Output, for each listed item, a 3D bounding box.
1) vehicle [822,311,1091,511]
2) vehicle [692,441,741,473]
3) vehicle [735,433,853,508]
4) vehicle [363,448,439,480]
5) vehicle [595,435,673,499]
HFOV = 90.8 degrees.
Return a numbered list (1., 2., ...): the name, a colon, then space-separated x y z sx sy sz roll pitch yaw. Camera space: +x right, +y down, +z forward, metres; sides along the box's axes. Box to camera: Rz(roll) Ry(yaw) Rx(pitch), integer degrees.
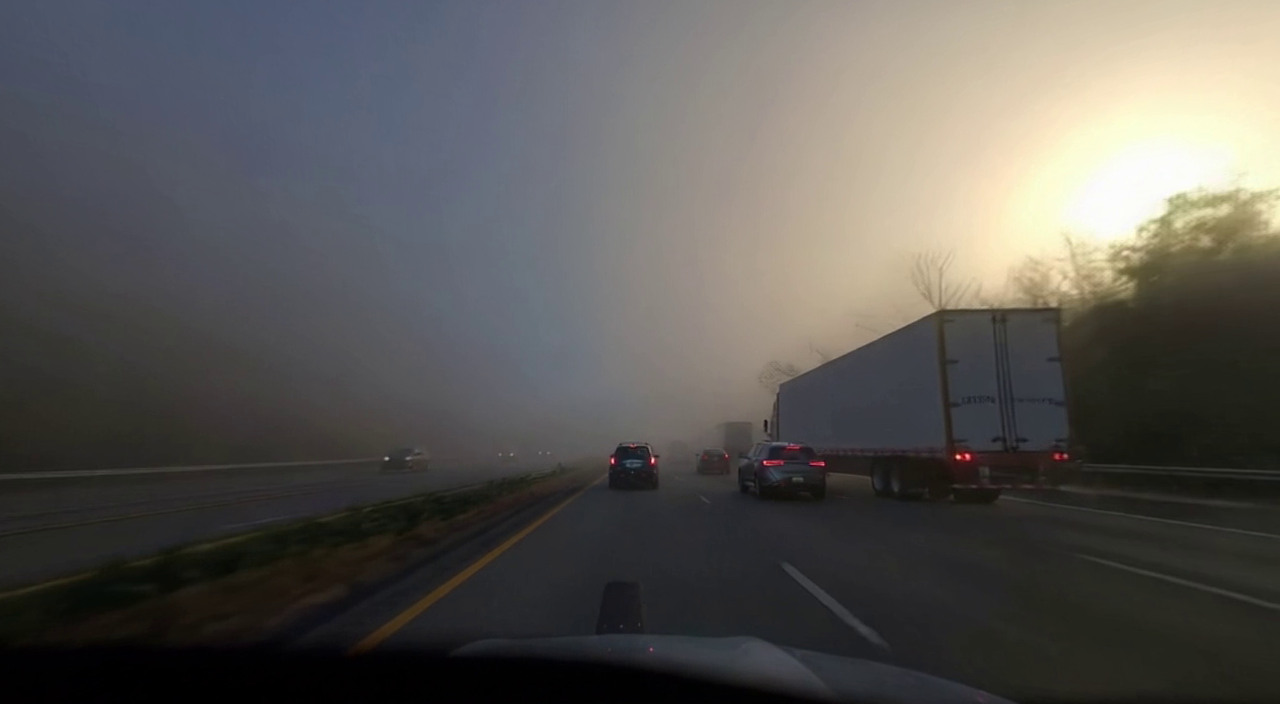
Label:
1. vehicle: 7.624 1.805 17.109 2.823 4.063 8.485 0 -9 0
2. vehicle: 4.181 5.845 35.226 2.150 1.632 4.260 0 -9 -1
3. vehicle: 3.645 2.884 15.696 1.920 1.594 3.867 0 -9 0
4. vehicle: -11.927 5.617 31.819 2.189 1.486 4.091 0 -9 1
5. vehicle: -0.136 3.242 18.121 2.023 1.618 3.628 0 -9 1
